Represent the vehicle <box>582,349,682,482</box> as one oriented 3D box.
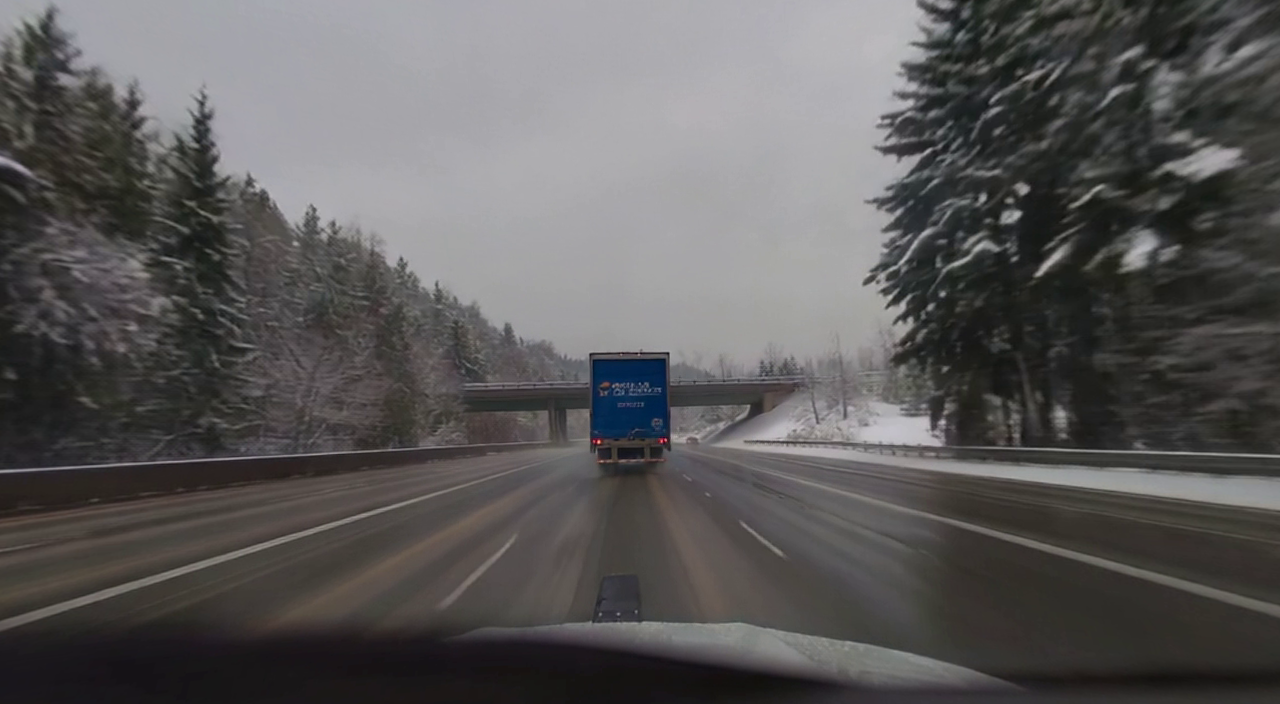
[{"bbox_3d":[-0.463,2.515,23.575,2.895,3.861,10.213,0,-8,-3],"label":"vehicle"}]
